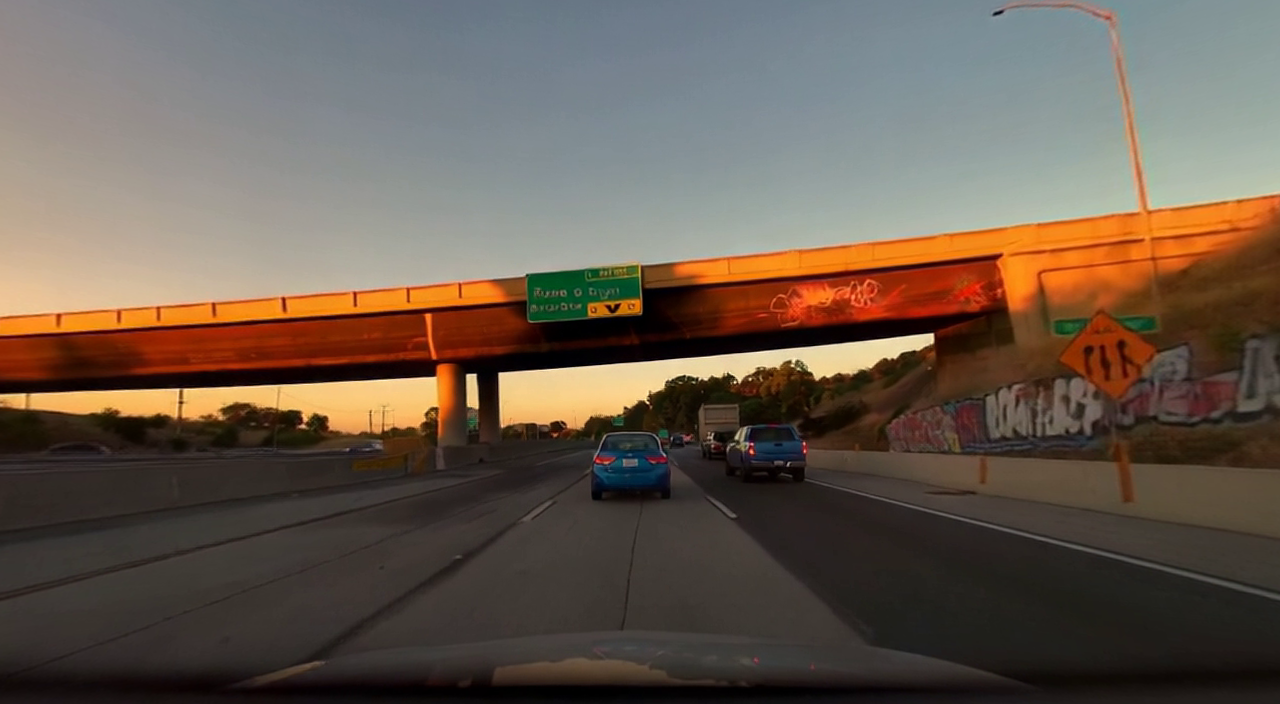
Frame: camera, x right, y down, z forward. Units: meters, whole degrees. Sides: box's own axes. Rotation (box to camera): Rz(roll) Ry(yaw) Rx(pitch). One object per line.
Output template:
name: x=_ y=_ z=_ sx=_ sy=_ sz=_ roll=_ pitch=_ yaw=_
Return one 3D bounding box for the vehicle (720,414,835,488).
vehicle: x=4.009 y=3.048 z=19.682 sx=2.311 sy=1.922 sz=5.977 roll=0 pitch=-8 yaw=1

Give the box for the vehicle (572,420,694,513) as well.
vehicle: x=-0.102 y=2.350 z=13.363 sx=2.193 sy=1.651 sz=3.946 roll=0 pitch=-8 yaw=1

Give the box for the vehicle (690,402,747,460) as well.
vehicle: x=4.932 y=5.213 z=40.991 sx=2.873 sy=3.408 sz=7.323 roll=0 pitch=-8 yaw=1
